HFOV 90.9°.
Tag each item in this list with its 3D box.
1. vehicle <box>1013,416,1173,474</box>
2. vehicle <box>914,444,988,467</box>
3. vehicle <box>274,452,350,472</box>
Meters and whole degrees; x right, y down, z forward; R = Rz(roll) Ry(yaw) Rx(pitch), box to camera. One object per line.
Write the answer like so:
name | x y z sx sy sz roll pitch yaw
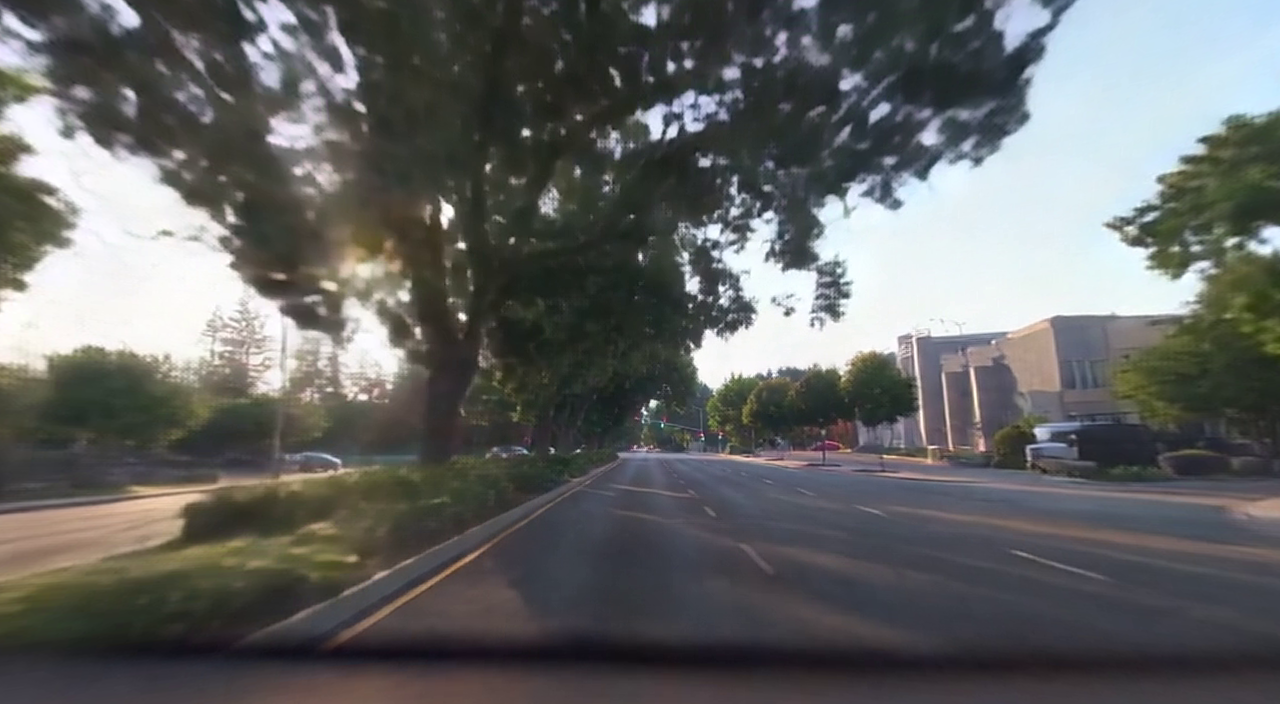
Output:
vehicle | 21.732 4.491 30.512 5.506 2.643 2.681 -1 -8 3
vehicle | 21.748 7.242 44.192 4.176 1.490 1.871 0 -8 -2
vehicle | -25.064 8.381 48.262 4.663 1.464 1.906 0 -8 -1
